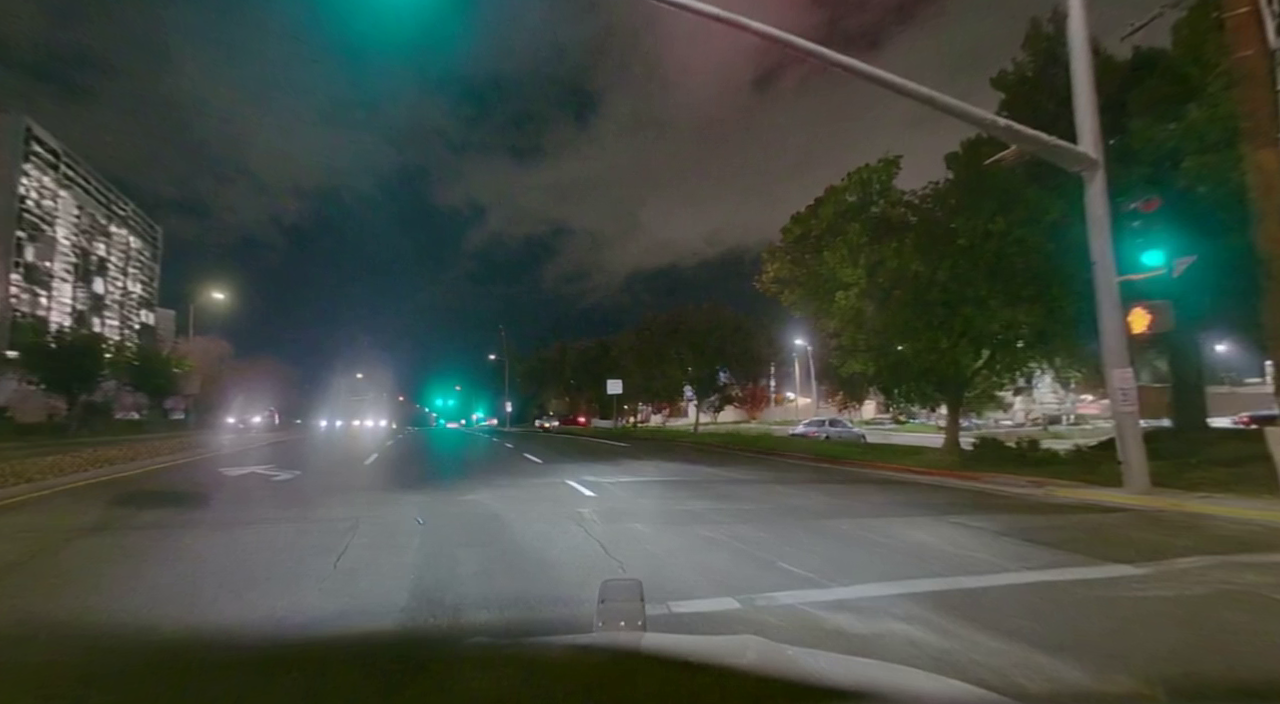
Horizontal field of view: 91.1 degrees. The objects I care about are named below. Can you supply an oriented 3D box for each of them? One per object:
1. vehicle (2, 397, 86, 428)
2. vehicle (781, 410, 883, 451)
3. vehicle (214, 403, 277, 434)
[{"bbox_3d":[-44.006,4.492,46.448,3.770,1.737,2.102,5,-17,-20],"label":"vehicle"},{"bbox_3d":[9.005,3.693,29.511,4.030,1.483,1.859,-2,-12,-17],"label":"vehicle"},{"bbox_3d":[-23.585,4.039,37.694,2.060,1.618,4.203,3,-9,-17],"label":"vehicle"}]
